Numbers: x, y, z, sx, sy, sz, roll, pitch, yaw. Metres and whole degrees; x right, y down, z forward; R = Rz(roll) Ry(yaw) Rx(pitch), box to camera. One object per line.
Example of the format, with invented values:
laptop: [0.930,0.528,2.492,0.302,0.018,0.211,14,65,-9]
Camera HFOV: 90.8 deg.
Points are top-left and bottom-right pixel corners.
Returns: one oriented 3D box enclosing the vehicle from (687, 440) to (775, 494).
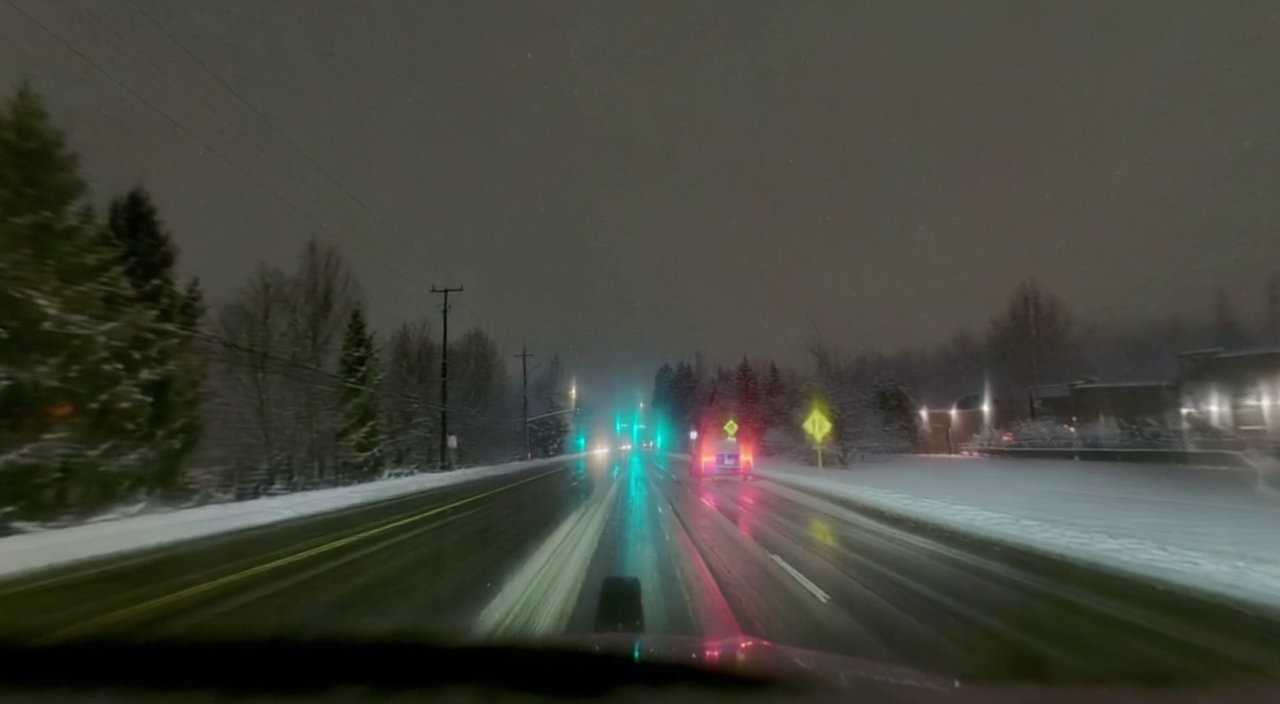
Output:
vehicle: [2.706,3.549,19.913,2.042,1.469,4.470,0,-8,-1]
